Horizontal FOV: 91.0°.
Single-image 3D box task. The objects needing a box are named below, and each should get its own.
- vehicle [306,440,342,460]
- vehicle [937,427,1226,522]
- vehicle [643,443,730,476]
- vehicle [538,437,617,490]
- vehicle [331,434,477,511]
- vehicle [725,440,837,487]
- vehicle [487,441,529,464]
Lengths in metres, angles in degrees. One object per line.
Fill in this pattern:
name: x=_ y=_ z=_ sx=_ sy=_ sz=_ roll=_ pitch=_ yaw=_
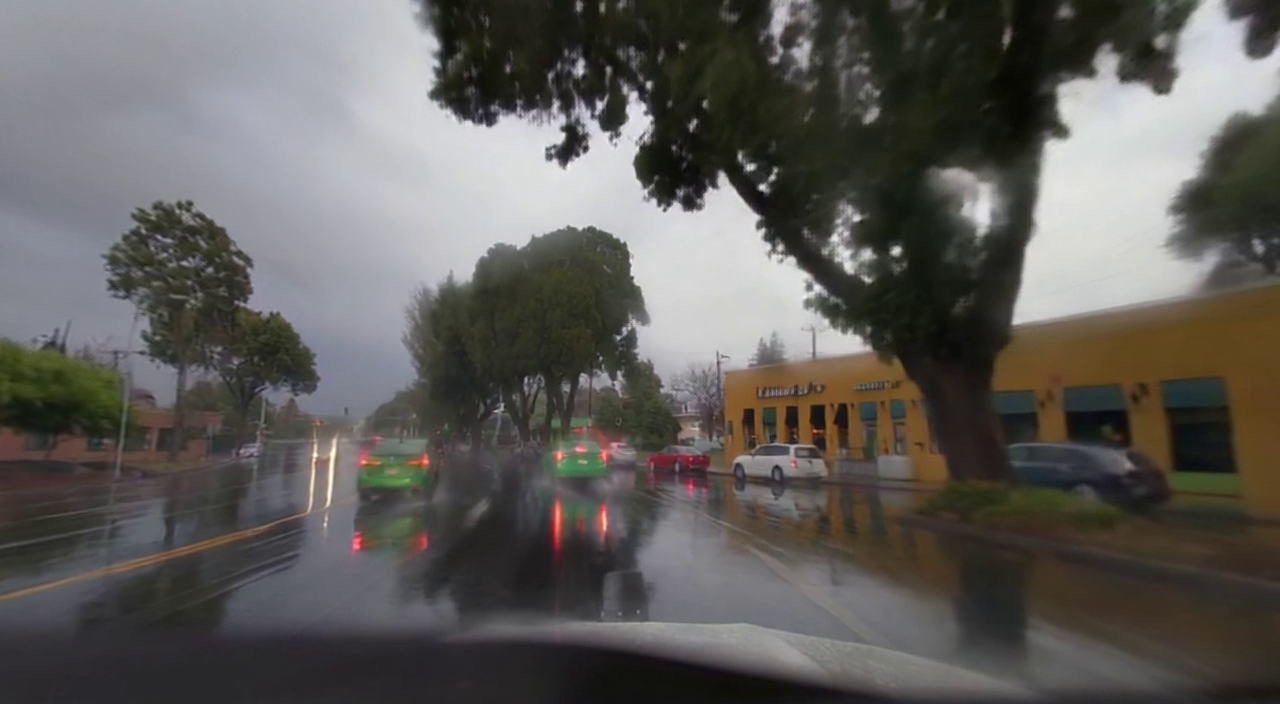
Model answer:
vehicle: x=-24.454 y=7.611 z=48.878 sx=2.000 sy=1.477 sz=4.346 roll=3 pitch=-9 yaw=-21
vehicle: x=9.417 y=2.601 z=14.050 sx=2.095 sy=1.697 sz=4.801 roll=3 pitch=-9 yaw=-22
vehicle: x=2.160 y=5.209 z=30.831 sx=2.038 sy=1.446 sz=4.896 roll=4 pitch=-9 yaw=-25
vehicle: x=-2.120 y=3.497 z=20.244 sx=2.001 sy=1.483 sz=4.442 roll=2 pitch=-9 yaw=-12
vehicle: x=-5.233 y=2.704 z=14.755 sx=2.105 sy=1.477 sz=4.857 roll=1 pitch=-8 yaw=-7
vehicle: x=5.062 y=4.044 z=23.217 sx=1.952 sy=1.547 sz=4.091 roll=4 pitch=-9 yaw=-24
vehicle: x=-8.785 y=6.614 z=41.626 sx=1.920 sy=1.416 sz=4.310 roll=3 pitch=-9 yaw=-21
